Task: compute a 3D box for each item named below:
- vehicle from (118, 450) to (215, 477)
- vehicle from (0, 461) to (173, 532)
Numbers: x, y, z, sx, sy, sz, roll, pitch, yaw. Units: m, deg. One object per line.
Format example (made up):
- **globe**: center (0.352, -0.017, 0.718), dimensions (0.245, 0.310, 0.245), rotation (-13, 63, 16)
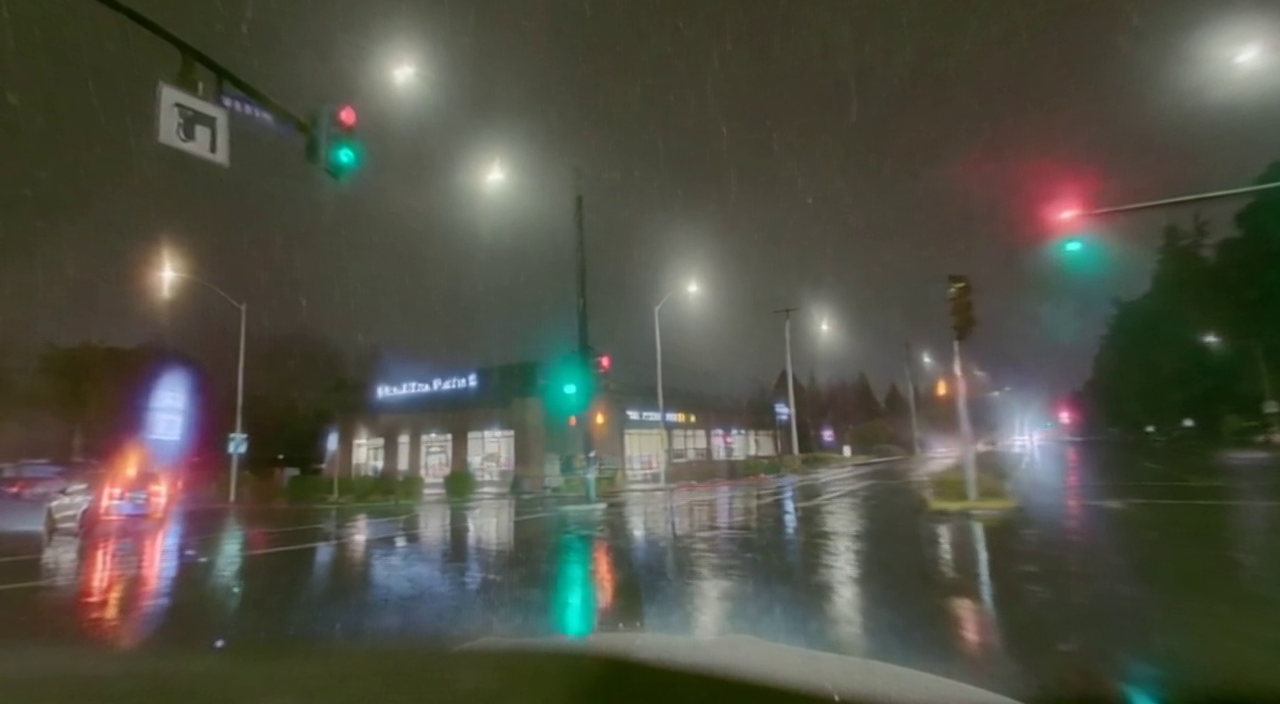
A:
- **vehicle**: center (-33.007, 7.739, 44.187), dimensions (2.189, 1.737, 4.851), rotation (-4, -9, 23)
- **vehicle**: center (-15.419, 3.884, 17.513), dimensions (4.312, 1.642, 2.197), rotation (-5, -10, 28)
